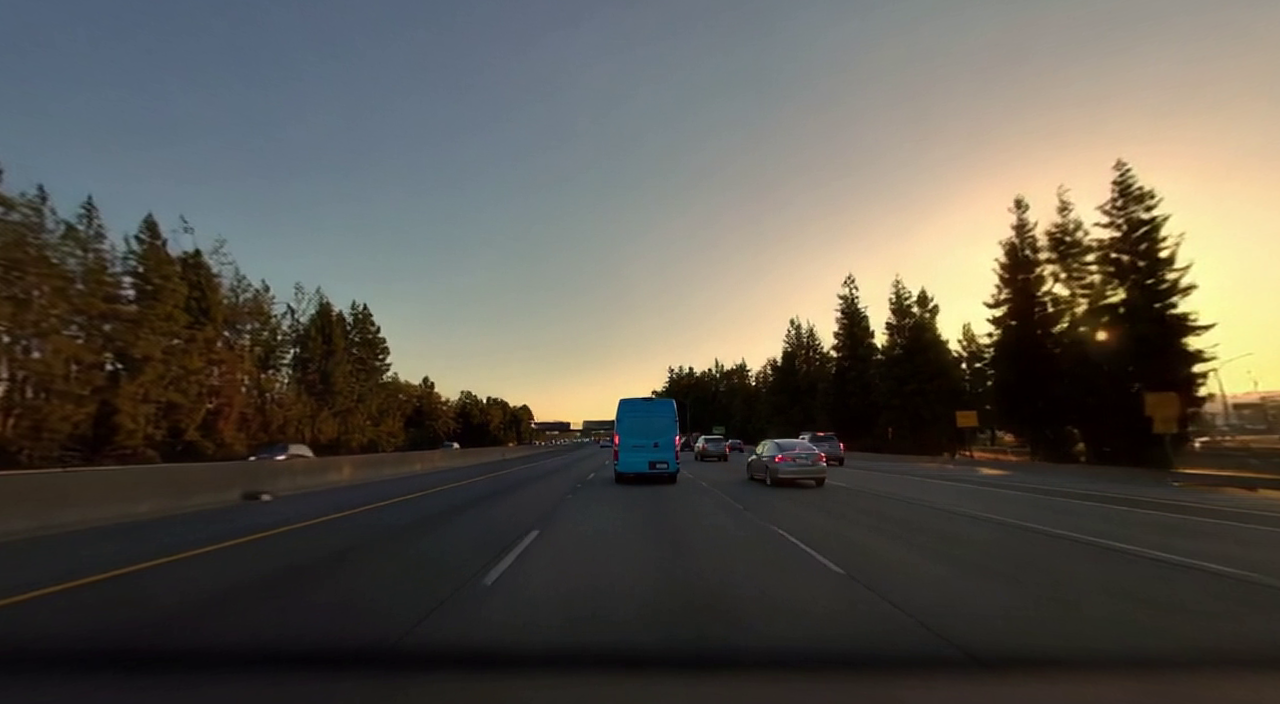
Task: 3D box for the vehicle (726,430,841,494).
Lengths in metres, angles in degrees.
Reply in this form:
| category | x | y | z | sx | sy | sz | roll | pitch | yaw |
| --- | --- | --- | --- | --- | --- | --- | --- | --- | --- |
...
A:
| category | x | y | z | sx | sy | sz | roll | pitch | yaw |
| --- | --- | --- | --- | --- | --- | --- | --- | --- | --- |
| vehicle | 3.679 | 2.894 | 16.883 | 2.099 | 1.510 | 3.784 | 0 | -8 | -1 |

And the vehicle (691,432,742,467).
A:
| category | x | y | z | sx | sy | sz | roll | pitch | yaw |
| --- | --- | --- | --- | --- | --- | --- | --- | --- | --- |
| vehicle | 3.937 | 5.102 | 32.989 | 2.019 | 1.662 | 3.977 | 0 | -8 | -2 |

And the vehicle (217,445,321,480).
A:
| category | x | y | z | sx | sy | sz | roll | pitch | yaw |
| --- | --- | --- | --- | --- | --- | --- | --- | --- | --- |
| vehicle | -17.095 | 5.095 | 29.212 | 2.068 | 1.479 | 4.511 | 0 | -8 | 0 |

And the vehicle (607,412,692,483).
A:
| category | x | y | z | sx | sy | sz | roll | pitch | yaw |
| --- | --- | --- | --- | --- | --- | --- | --- | --- | --- |
| vehicle | 0.208 | 3.253 | 21.535 | 2.546 | 2.087 | 5.404 | 0 | -8 | -2 |
